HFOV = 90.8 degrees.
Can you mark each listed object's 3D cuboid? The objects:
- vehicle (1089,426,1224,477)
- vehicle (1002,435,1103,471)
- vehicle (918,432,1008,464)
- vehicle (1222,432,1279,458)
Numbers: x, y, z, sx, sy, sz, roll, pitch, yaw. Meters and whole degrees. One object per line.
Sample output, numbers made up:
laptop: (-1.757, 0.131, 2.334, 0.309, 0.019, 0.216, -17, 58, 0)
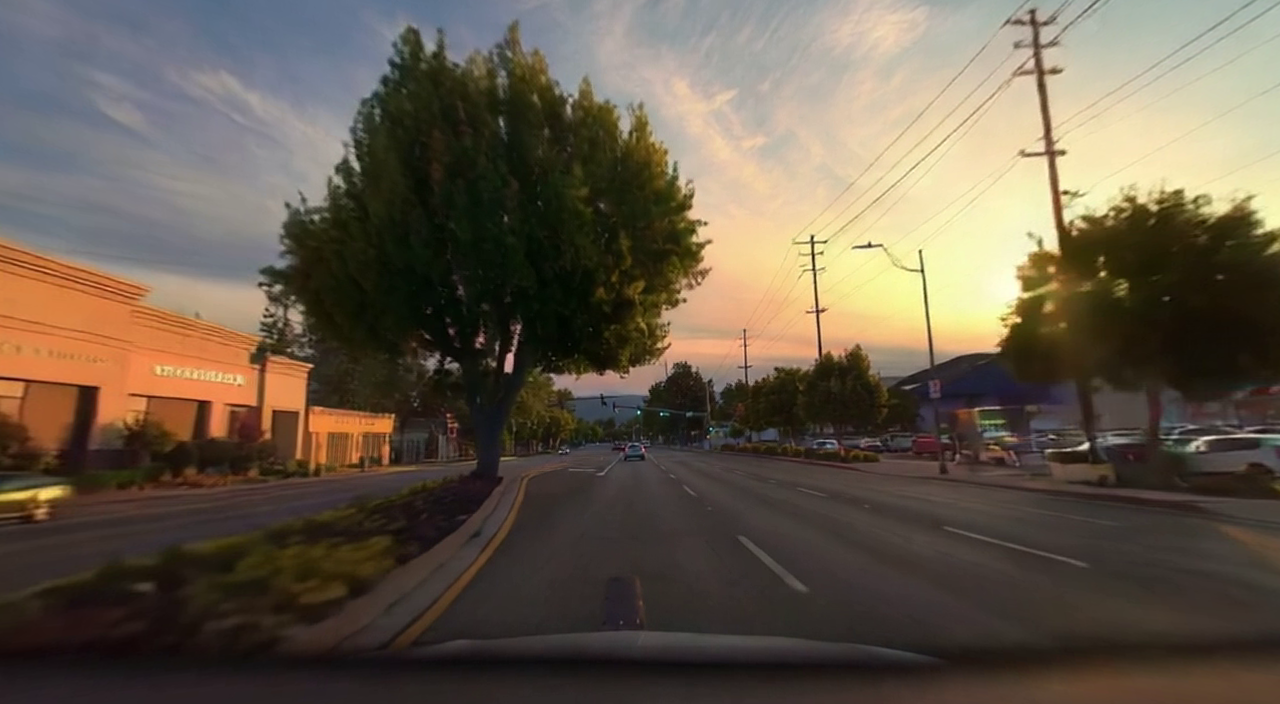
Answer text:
vehicle: (19.226, 3.692, 23.511, 4.630, 1.704, 2.063, 4, -10, -27)
vehicle: (19.487, 4.758, 29.830, 4.238, 1.561, 1.922, 4, -10, -25)
vehicle: (20.231, 6.016, 39.579, 5.072, 1.887, 2.189, 4, -10, -24)
vehicle: (37.888, 5.590, 38.154, 3.692, 1.467, 1.779, -1, -8, -2)
